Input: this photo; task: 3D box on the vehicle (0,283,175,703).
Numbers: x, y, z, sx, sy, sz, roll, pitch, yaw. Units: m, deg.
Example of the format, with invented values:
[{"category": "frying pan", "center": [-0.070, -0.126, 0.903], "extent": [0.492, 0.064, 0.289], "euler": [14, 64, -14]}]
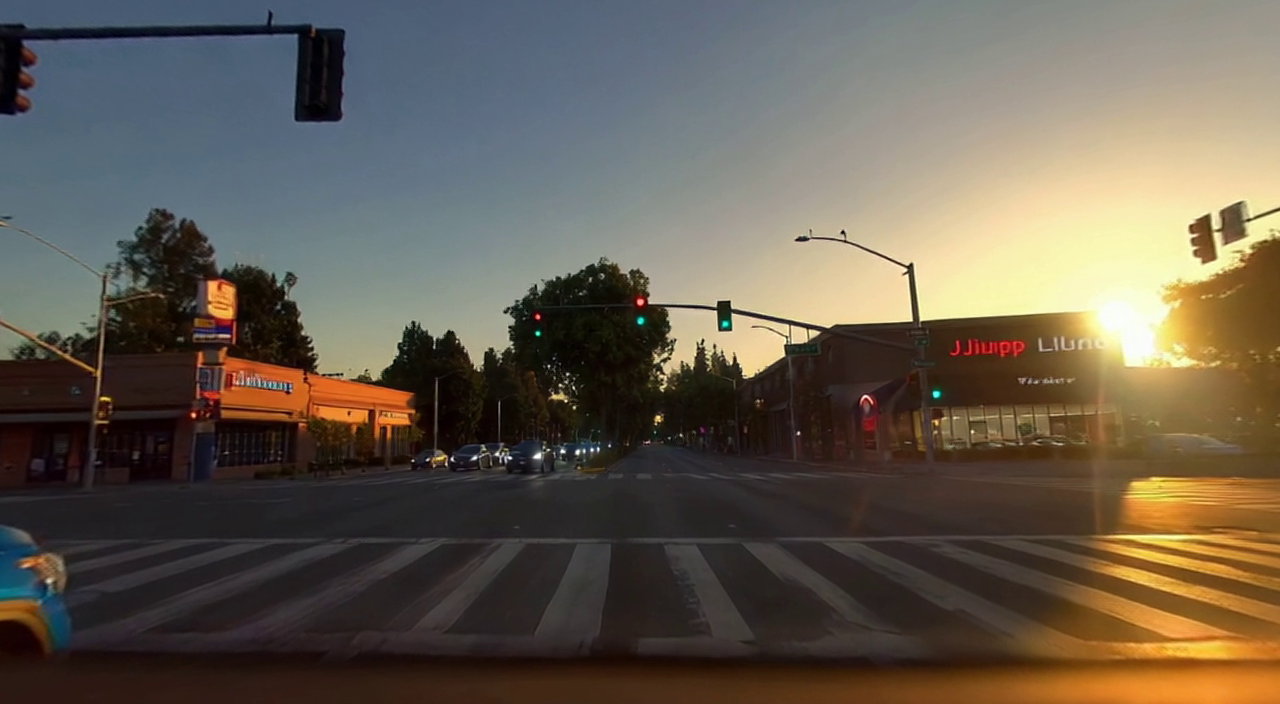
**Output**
[{"category": "vehicle", "center": [-3.331, 0.451, 0.393], "extent": [2.313, 1.883, 5.016], "euler": [0, -8, -1]}]

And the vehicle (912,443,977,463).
[{"category": "vehicle", "center": [23.879, 7.921, 49.661], "extent": [4.135, 1.417, 1.851], "euler": [-2, -9, 2]}]

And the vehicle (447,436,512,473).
[{"category": "vehicle", "center": [-8.422, 5.432, 33.605], "extent": [2.273, 1.791, 4.809], "euler": [0, -8, -1]}]

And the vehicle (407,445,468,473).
[{"category": "vehicle", "center": [-11.327, 5.967, 35.596], "extent": [2.003, 1.476, 4.082], "euler": [0, -8, 1]}]

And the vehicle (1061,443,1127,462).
[{"category": "vehicle", "center": [34.454, 7.615, 47.965], "extent": [3.740, 1.433, 1.646], "euler": [0, -8, -2]}]

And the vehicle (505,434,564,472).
[{"category": "vehicle", "center": [-5.353, 5.231, 32.782], "extent": [2.384, 1.787, 5.038], "euler": [0, -8, -2]}]
